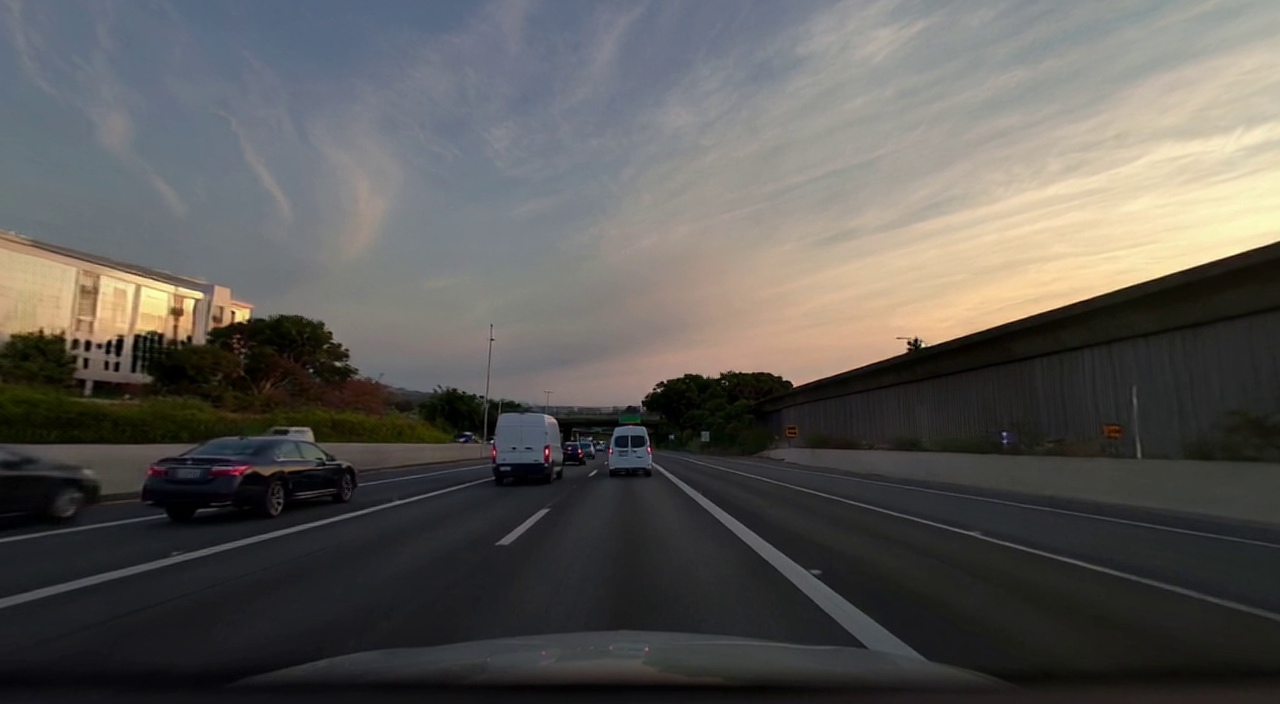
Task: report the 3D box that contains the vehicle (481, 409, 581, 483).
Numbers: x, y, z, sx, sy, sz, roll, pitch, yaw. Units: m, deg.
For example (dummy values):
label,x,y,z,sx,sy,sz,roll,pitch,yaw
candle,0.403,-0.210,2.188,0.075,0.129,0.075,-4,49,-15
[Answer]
label,x,y,z,sx,sy,sz,roll,pitch,yaw
vehicle,-3.643,3.361,22.531,2.504,2.276,5.933,0,-9,0

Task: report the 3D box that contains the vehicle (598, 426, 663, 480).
label,x,y,z,sx,sy,sz,roll,pitch,yaw
vehicle,-0.327,3.790,23.738,2.207,1.807,4.199,0,-9,0

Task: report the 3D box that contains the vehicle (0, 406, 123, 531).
label,x,y,z,sx,sy,sz,roll,pitch,yaw
vehicle,-10.323,1.626,8.738,2.312,1.766,4.653,0,-9,0

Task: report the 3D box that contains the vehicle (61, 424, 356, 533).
label,x,y,z,sx,sy,sz,roll,pitch,yaw
vehicle,-7.031,2.108,11.065,1.959,1.493,4.575,0,-9,0
